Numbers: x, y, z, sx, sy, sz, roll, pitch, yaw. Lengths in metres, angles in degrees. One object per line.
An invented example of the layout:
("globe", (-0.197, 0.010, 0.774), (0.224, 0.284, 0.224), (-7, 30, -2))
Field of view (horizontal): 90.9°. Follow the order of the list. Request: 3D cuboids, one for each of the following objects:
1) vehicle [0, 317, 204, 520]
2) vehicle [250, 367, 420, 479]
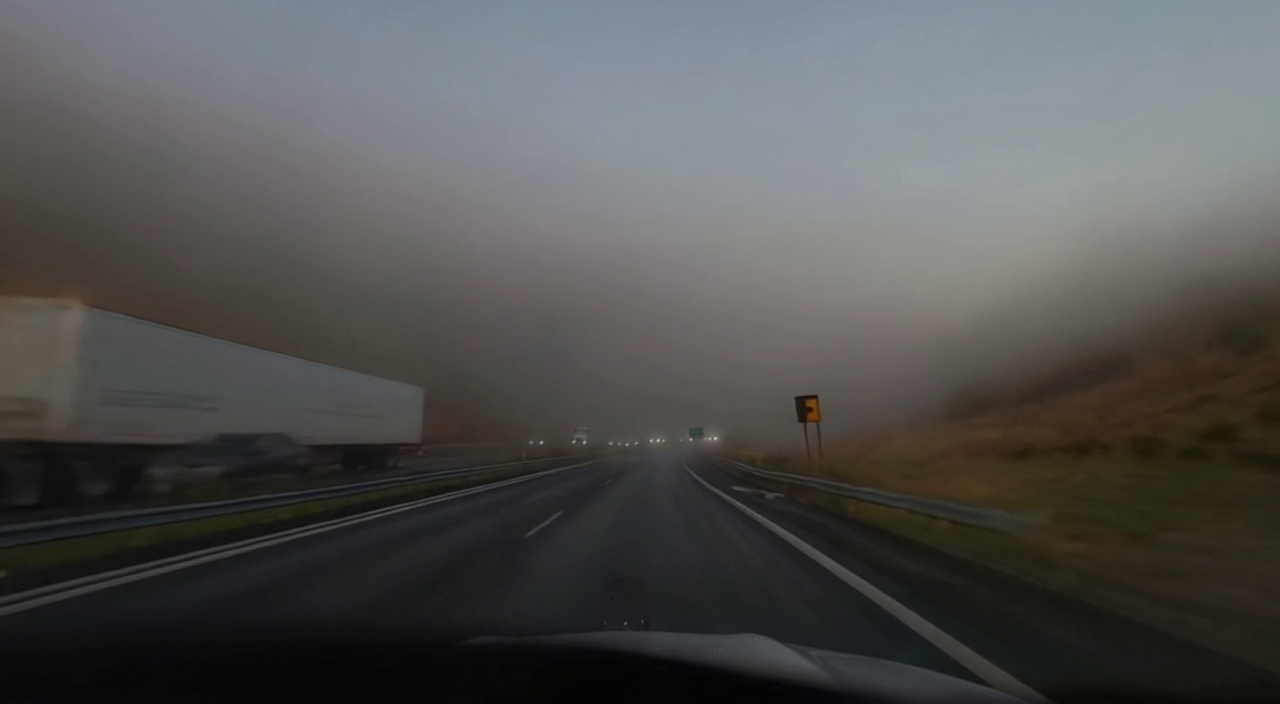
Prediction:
("vehicle", (-12.932, 1.258, 11.724), (3.043, 3.571, 8.922), (0, -9, 1))
("vehicle", (-12.806, 3.292, 27.812), (2.788, 4.109, 9.073), (0, -9, 1))
